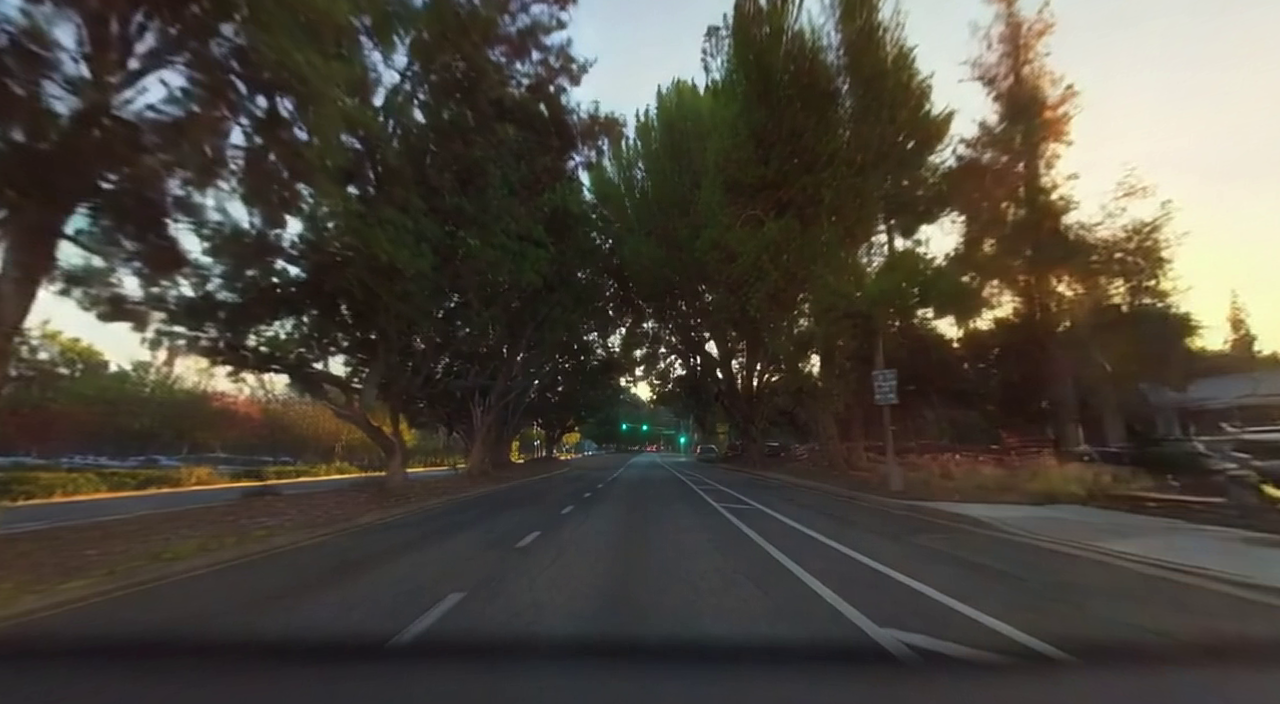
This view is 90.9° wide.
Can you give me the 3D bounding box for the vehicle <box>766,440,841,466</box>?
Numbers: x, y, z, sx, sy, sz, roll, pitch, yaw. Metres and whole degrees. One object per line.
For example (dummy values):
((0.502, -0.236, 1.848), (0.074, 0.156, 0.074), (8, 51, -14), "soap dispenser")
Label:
((11.638, 7.232, 45.115), (4.721, 1.796, 2.413), (0, -8, 0), "vehicle")
